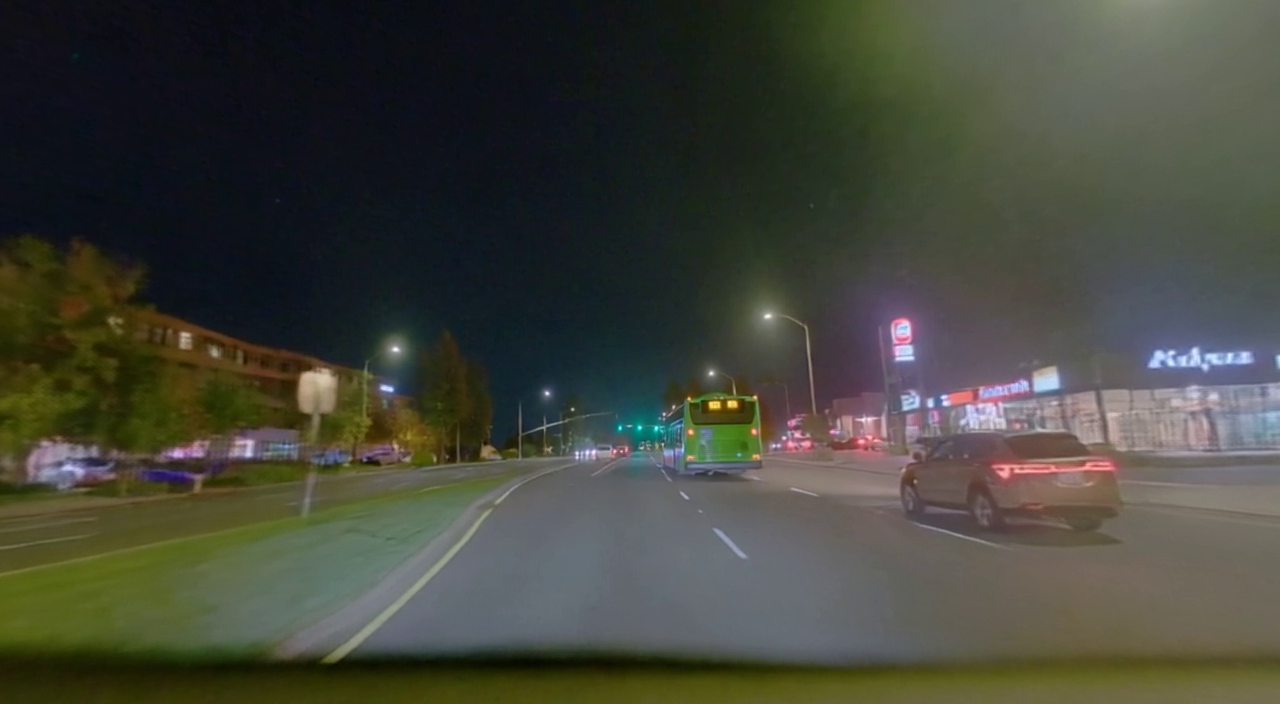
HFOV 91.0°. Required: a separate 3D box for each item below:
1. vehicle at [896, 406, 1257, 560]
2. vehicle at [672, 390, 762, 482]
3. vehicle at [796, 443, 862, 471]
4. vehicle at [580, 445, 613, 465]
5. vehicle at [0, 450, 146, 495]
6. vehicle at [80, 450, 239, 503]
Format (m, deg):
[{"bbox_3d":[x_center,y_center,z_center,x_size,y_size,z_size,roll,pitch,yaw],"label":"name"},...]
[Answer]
[{"bbox_3d":[6.022,1.864,9.679,2.129,1.754,4.668,0,-8,0],"label":"vehicle"},{"bbox_3d":[3.026,3.729,27.591,2.766,3.306,9.281,0,-8,0],"label":"vehicle"},{"bbox_3d":[10.509,5.851,35.449,2.073,1.443,4.860,0,-8,-2],"label":"vehicle"},{"bbox_3d":[-3.115,7.500,45.982,2.211,1.416,4.179,0,-8,-2],"label":"vehicle"},{"bbox_3d":[-25.139,5.260,27.679,4.857,1.846,2.185,0,-8,-2],"label":"vehicle"},{"bbox_3d":[-19.112,4.917,25.490,2.277,1.764,5.283,-2,-9,0],"label":"vehicle"}]
